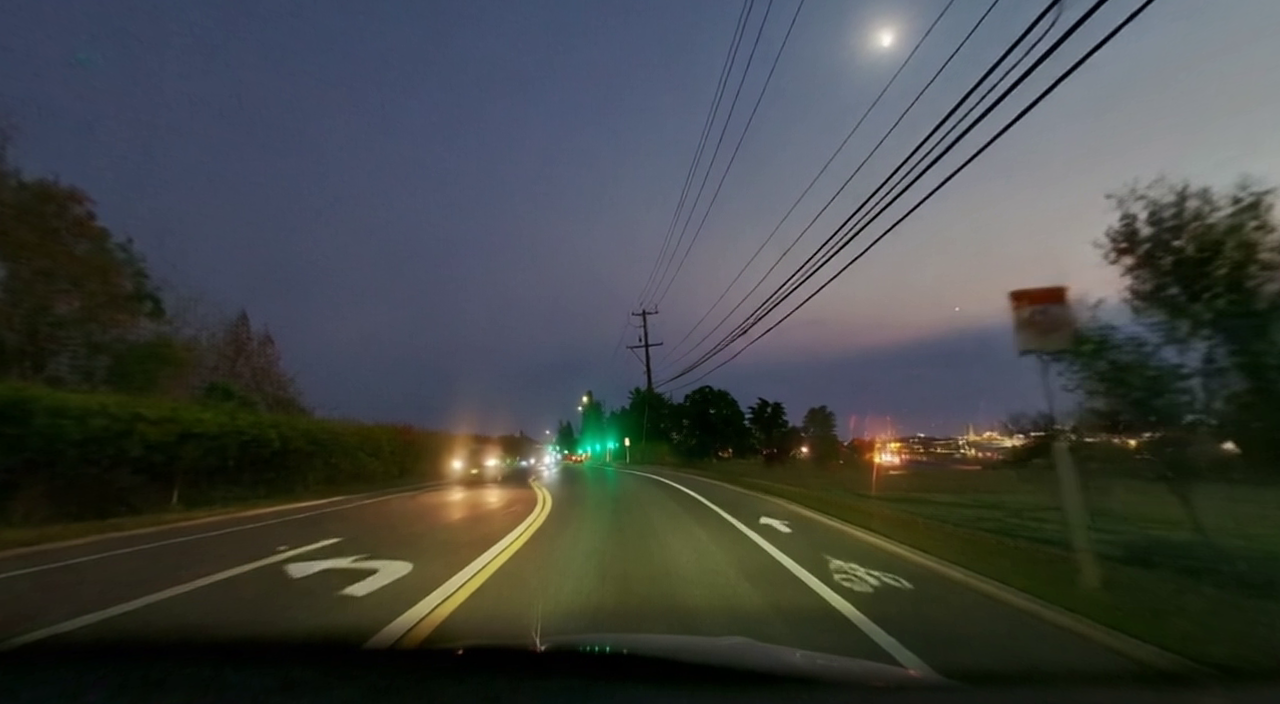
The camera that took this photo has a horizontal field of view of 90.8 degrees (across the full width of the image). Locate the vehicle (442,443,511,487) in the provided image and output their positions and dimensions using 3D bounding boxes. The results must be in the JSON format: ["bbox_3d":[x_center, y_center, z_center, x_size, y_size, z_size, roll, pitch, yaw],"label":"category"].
[{"bbox_3d":[-7.560,5.238,29.745,2.220,1.817,4.839,0,-8,-3],"label":"vehicle"}]
